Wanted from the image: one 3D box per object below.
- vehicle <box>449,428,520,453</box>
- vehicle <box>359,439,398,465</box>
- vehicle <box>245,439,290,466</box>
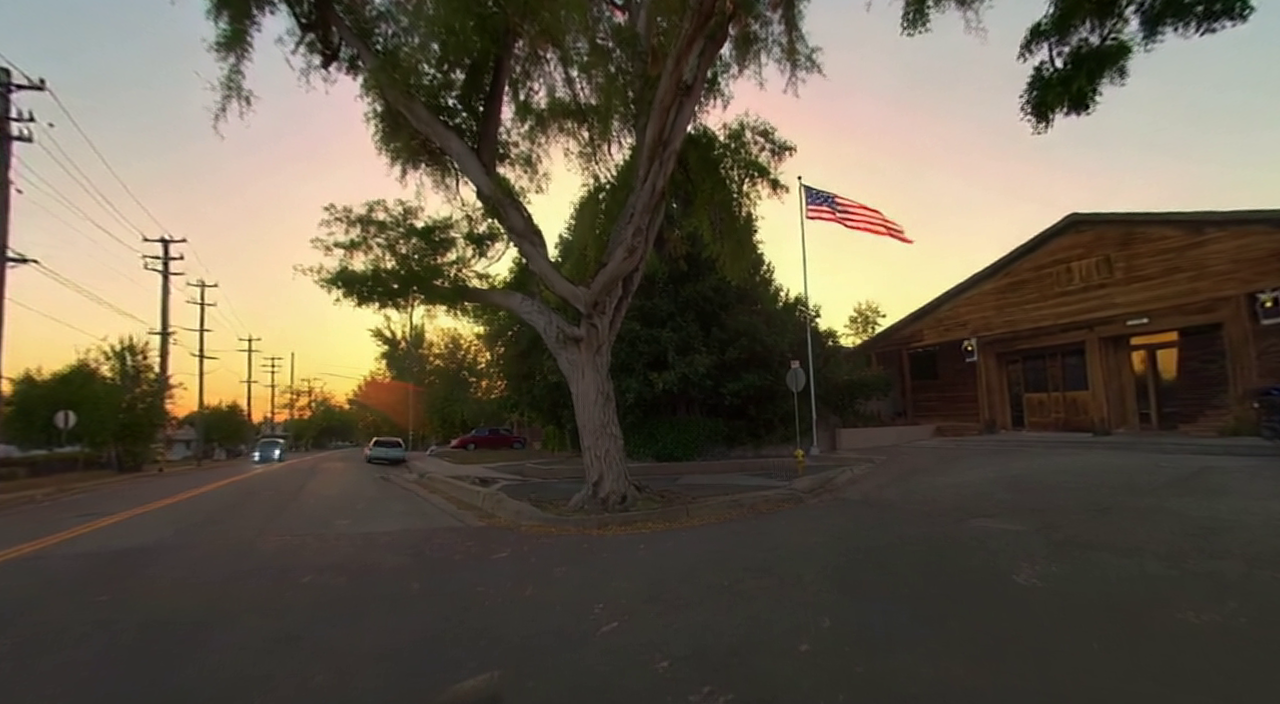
[{"bbox_3d":[-11.405,6.491,46.313,4.767,1.735,1.920,4,-9,-24],"label":"vehicle"},{"bbox_3d":[-15.856,6.054,38.249,1.941,1.460,4.206,4,-9,-24],"label":"vehicle"},{"bbox_3d":[-25.869,6.968,44.012,2.086,1.798,4.511,3,-9,-23],"label":"vehicle"}]
